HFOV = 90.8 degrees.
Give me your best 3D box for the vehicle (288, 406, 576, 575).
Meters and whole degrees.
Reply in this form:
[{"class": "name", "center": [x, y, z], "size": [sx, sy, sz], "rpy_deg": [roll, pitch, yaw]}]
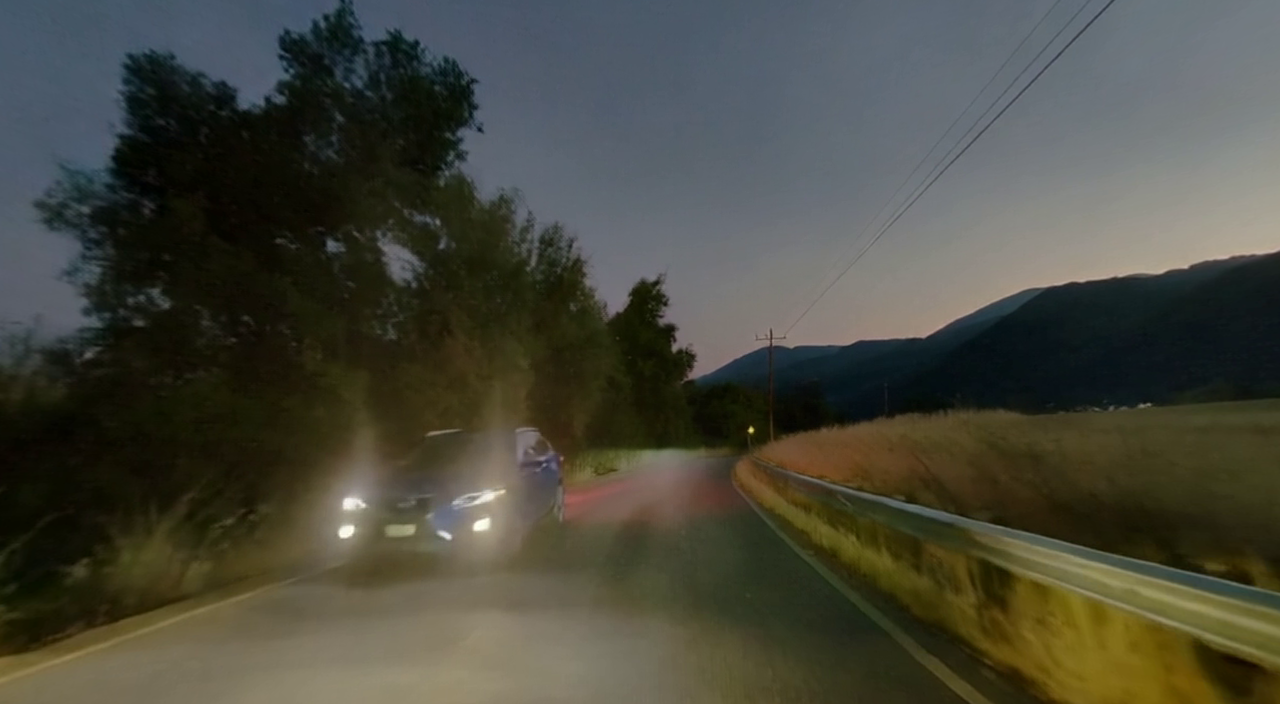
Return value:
[{"class": "vehicle", "center": [-2.534, 1.864, 9.350], "size": [2.251, 1.799, 4.776], "rpy_deg": [-1, -9, 6]}]
